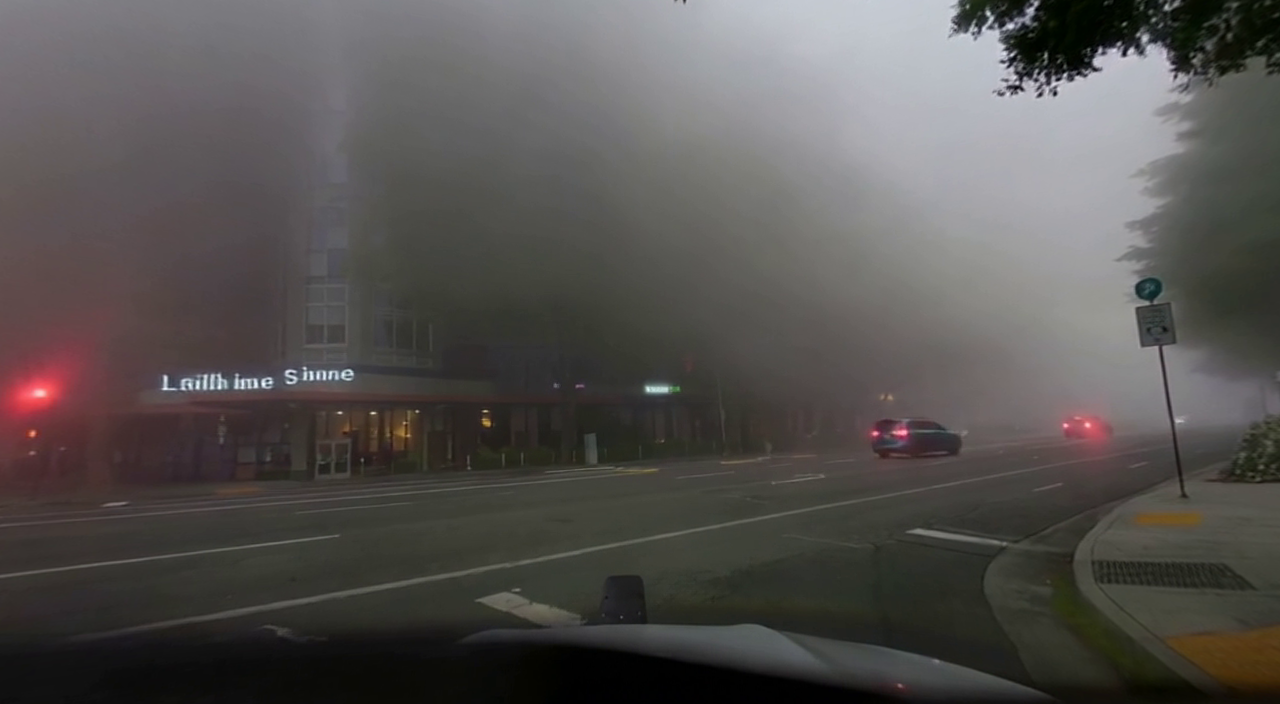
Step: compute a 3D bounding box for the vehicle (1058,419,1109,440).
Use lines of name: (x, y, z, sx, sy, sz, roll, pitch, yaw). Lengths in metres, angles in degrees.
vehicle: (33.152, 5.817, 47.198, 4.442, 1.458, 1.902, 7, -11, -40)

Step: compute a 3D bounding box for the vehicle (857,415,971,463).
vehicle: (9.774, 3.095, 22.415, 4.182, 1.536, 1.885, 7, -11, -39)
